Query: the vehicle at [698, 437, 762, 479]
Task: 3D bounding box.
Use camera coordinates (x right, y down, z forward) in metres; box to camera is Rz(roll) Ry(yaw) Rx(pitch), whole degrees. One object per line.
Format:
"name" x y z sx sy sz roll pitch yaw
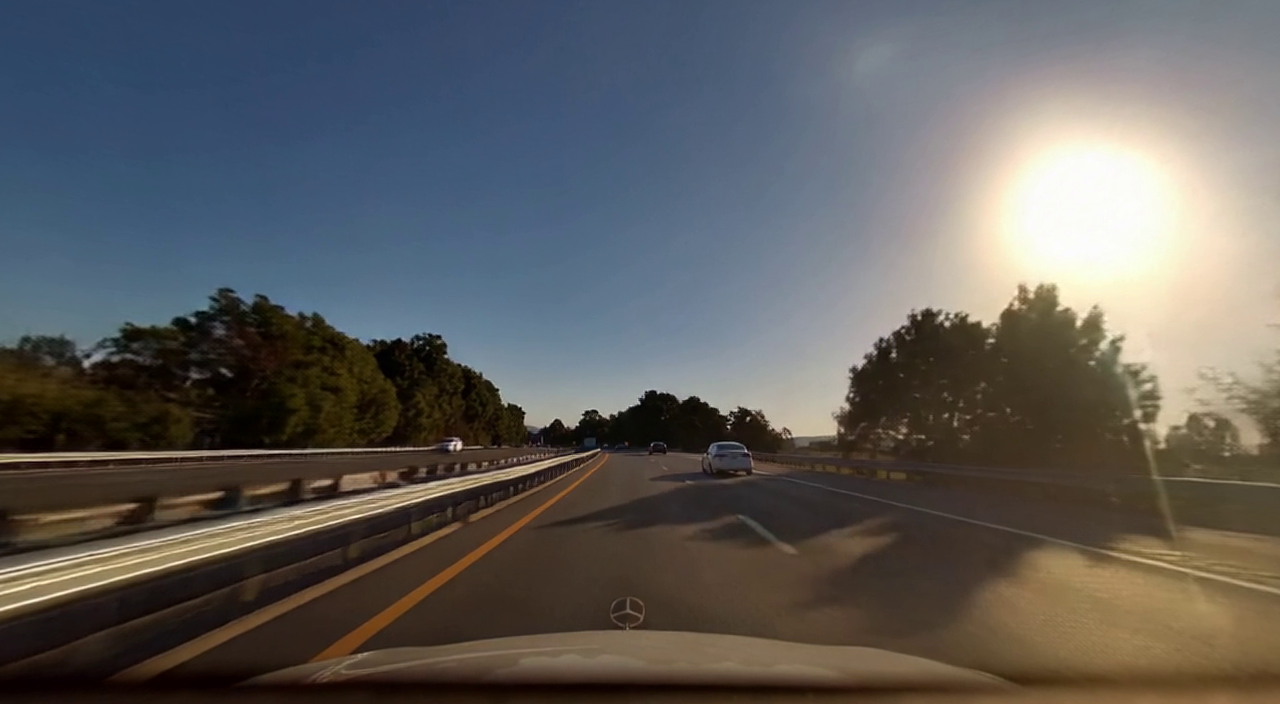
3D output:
"vehicle" 3.529 4.217 25.233 1.945 1.538 3.729 0 -8 -1
